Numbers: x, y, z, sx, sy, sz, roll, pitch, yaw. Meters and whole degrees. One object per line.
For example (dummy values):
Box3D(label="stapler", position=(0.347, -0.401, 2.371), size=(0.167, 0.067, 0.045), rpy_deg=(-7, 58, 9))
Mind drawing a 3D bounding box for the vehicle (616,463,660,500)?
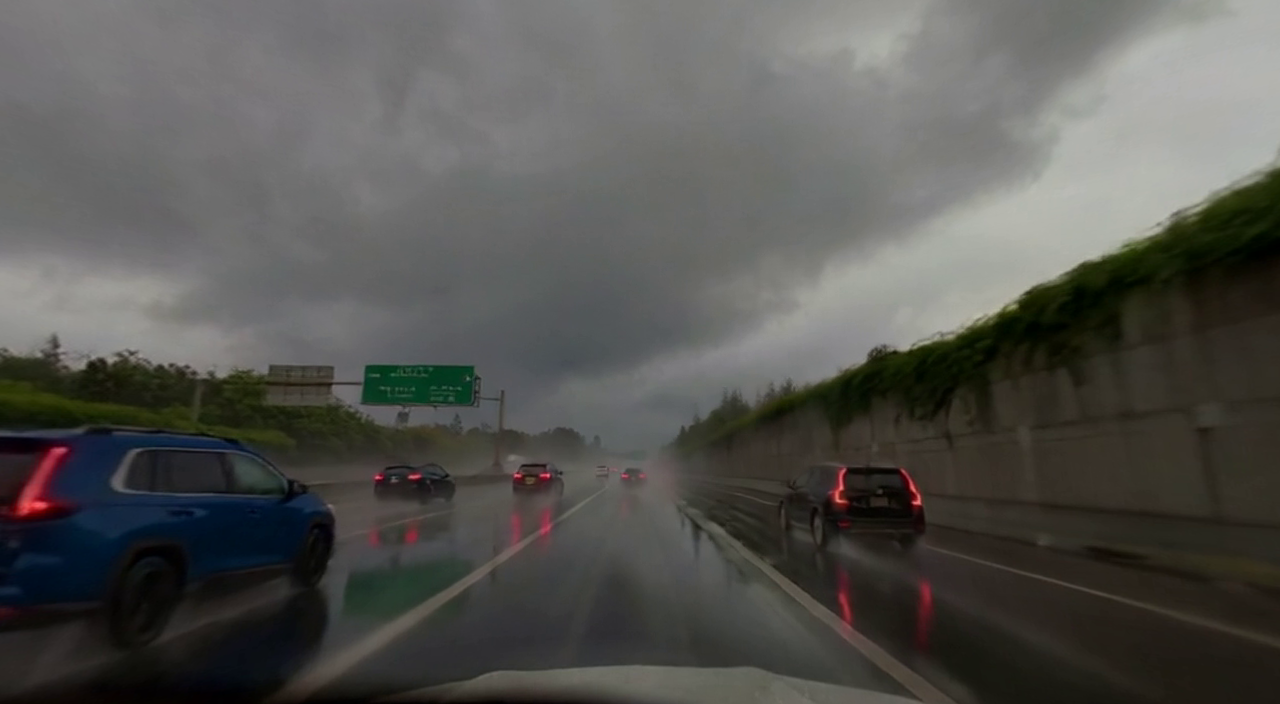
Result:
Box3D(label="vehicle", position=(-0.111, 6.229, 30.520), size=(1.992, 1.601, 3.762), rpy_deg=(1, -11, 0))

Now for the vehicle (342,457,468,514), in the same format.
Box3D(label="vehicle", position=(-7.242, 4.199, 20.051), size=(2.142, 1.545, 4.708), rpy_deg=(1, -11, 1))

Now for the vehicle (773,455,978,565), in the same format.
Box3D(label="vehicle", position=(3.859, 2.677, 11.225), size=(1.992, 1.557, 4.017), rpy_deg=(1, -11, -1))

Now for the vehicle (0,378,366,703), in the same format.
Box3D(label="vehicle", position=(-4.103, 1.307, 4.765), size=(2.069, 1.699, 4.452), rpy_deg=(1, -11, -1))

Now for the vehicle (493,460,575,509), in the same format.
Box3D(label="vehicle", position=(-3.705, 4.765, 22.914), size=(2.102, 1.521, 4.687), rpy_deg=(1, -11, 1))
